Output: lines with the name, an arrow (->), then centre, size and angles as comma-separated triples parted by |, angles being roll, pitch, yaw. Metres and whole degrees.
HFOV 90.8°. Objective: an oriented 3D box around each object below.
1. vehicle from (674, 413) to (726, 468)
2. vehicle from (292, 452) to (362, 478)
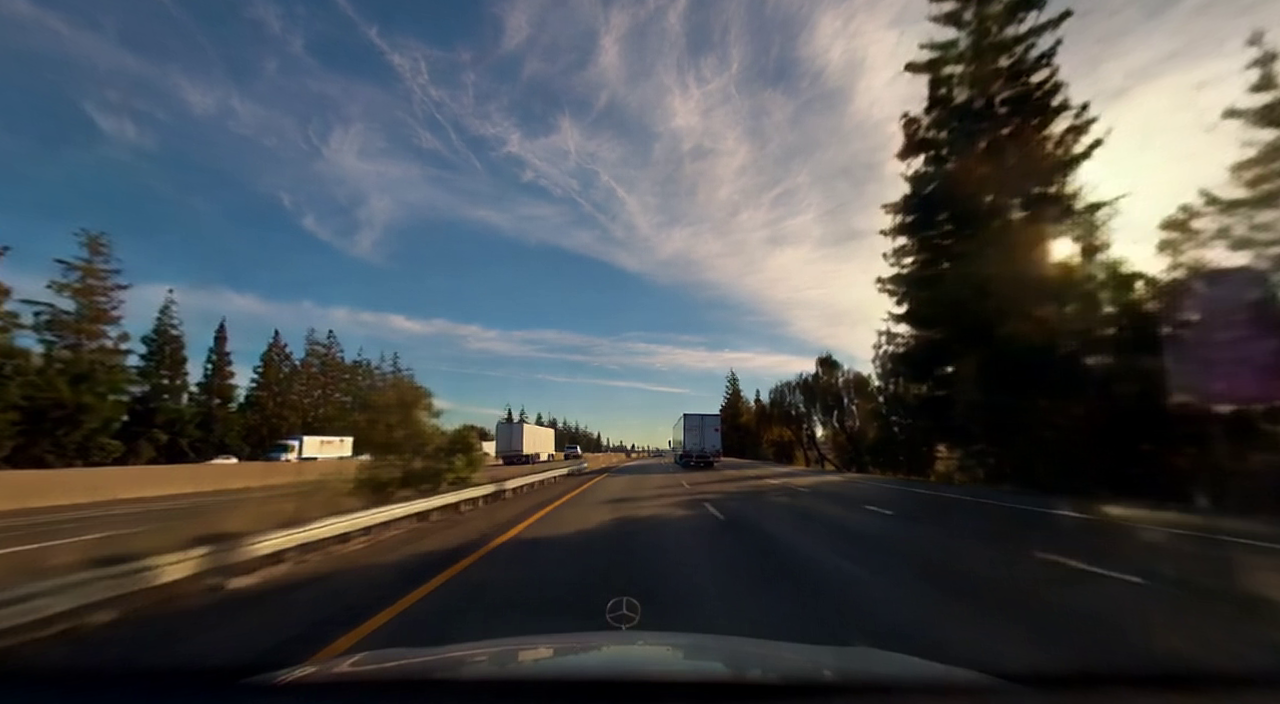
vehicle -> 4.371, 7.015, 49.335 | 2.928, 3.595, 13.975 | 0, -9, 1
vehicle -> -18.649, 6.750, 37.770 | 1.833, 1.438, 4.011 | -1, -9, 5
